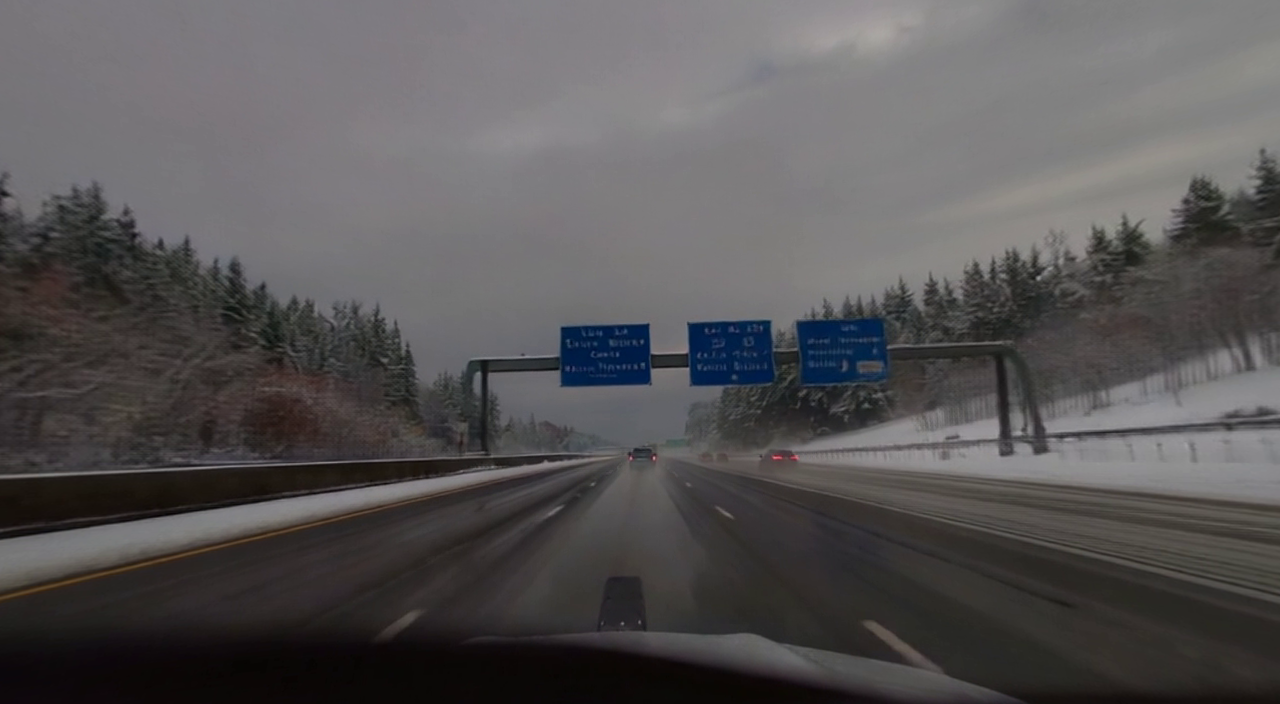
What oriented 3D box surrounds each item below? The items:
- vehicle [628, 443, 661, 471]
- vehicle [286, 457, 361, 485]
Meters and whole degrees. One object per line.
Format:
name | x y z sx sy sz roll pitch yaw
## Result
vehicle | 0.300 7.218 43.486 2.167 1.847 4.097 0 -9 0
vehicle | -18.070 6.778 36.218 1.859 1.437 4.679 0 -9 1
